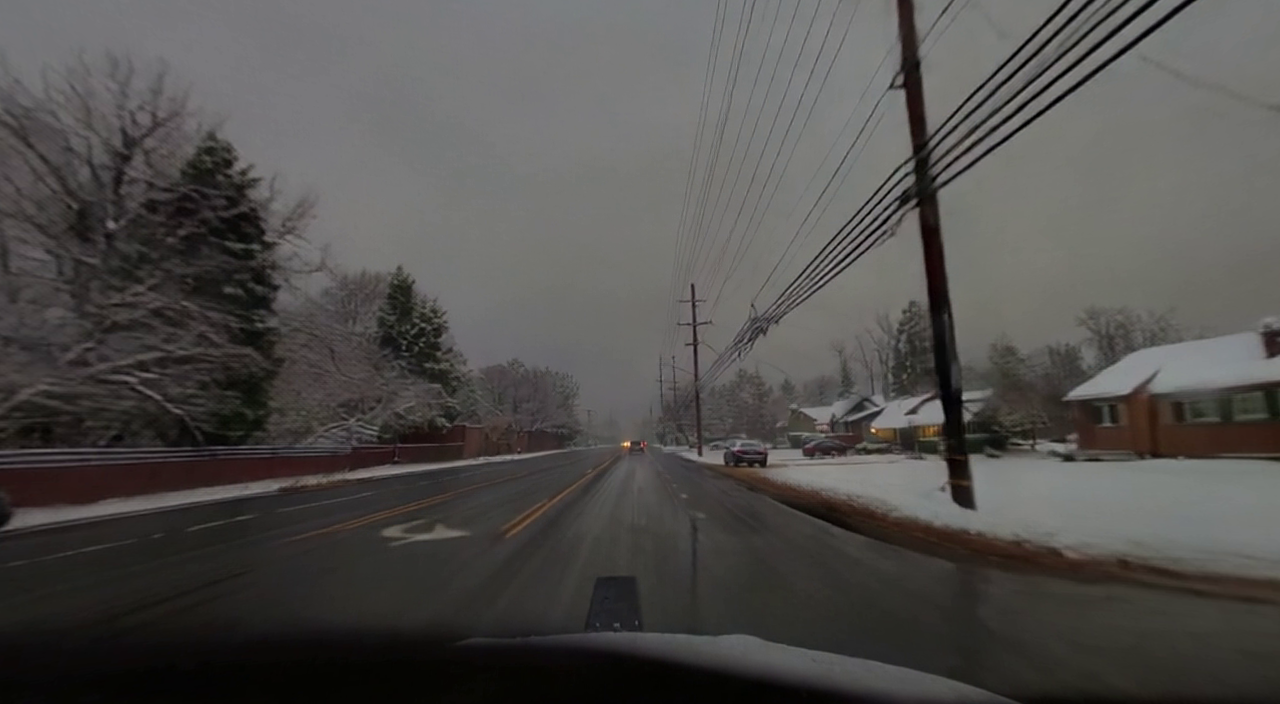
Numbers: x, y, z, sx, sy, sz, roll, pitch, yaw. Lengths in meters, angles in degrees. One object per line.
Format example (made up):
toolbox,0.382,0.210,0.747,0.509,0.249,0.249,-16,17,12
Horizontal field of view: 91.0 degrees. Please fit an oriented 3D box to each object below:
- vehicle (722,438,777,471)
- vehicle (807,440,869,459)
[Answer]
vehicle,5.918,5.606,34.606,2.039,1.637,4.782,0,-8,-1
vehicle,14.968,7.383,47.670,4.034,1.403,1.821,0,-9,-2
